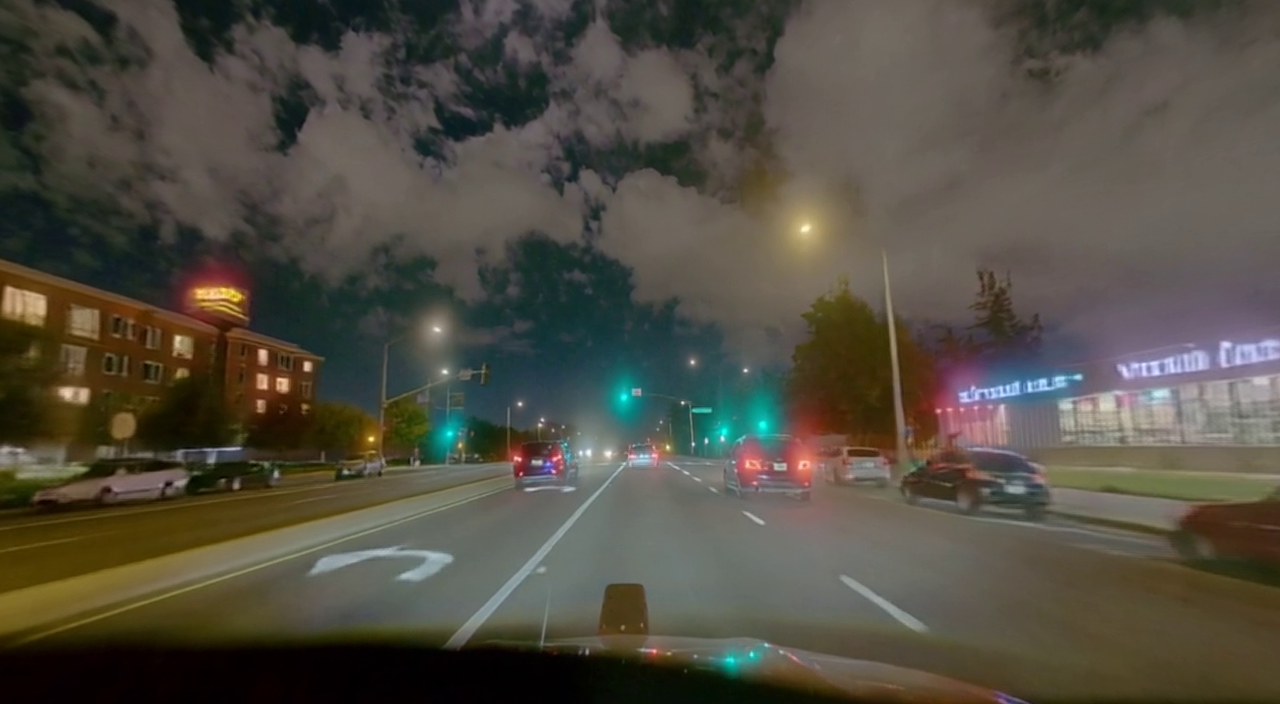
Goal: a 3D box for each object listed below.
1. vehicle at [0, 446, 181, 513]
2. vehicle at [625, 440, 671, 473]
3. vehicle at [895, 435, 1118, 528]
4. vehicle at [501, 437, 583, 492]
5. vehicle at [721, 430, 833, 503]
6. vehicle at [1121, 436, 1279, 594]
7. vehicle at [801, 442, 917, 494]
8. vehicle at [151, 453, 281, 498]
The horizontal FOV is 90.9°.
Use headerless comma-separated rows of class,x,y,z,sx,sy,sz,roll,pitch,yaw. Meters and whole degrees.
vehicle,-16.991,3.888,19.751,2.001,1.760,4.329,-2,-8,-1
vehicle,0.367,5.047,30.617,2.103,1.468,4.094,0,-8,0
vehicle,7.052,2.498,12.826,1.898,1.524,4.439,-1,-8,1
vehicle,-2.975,3.496,19.957,1.860,1.510,4.073,-1,-8,1
vehicle,3.377,2.898,16.362,1.987,1.637,3.896,0,-8,0
vehicle,6.944,1.435,5.328,1.908,1.467,4.837,0,-8,0
vehicle,6.963,3.709,20.705,1.920,1.473,4.898,0,-8,-2
vehicle,-16.677,4.841,25.159,1.919,1.469,4.719,-2,-8,1
